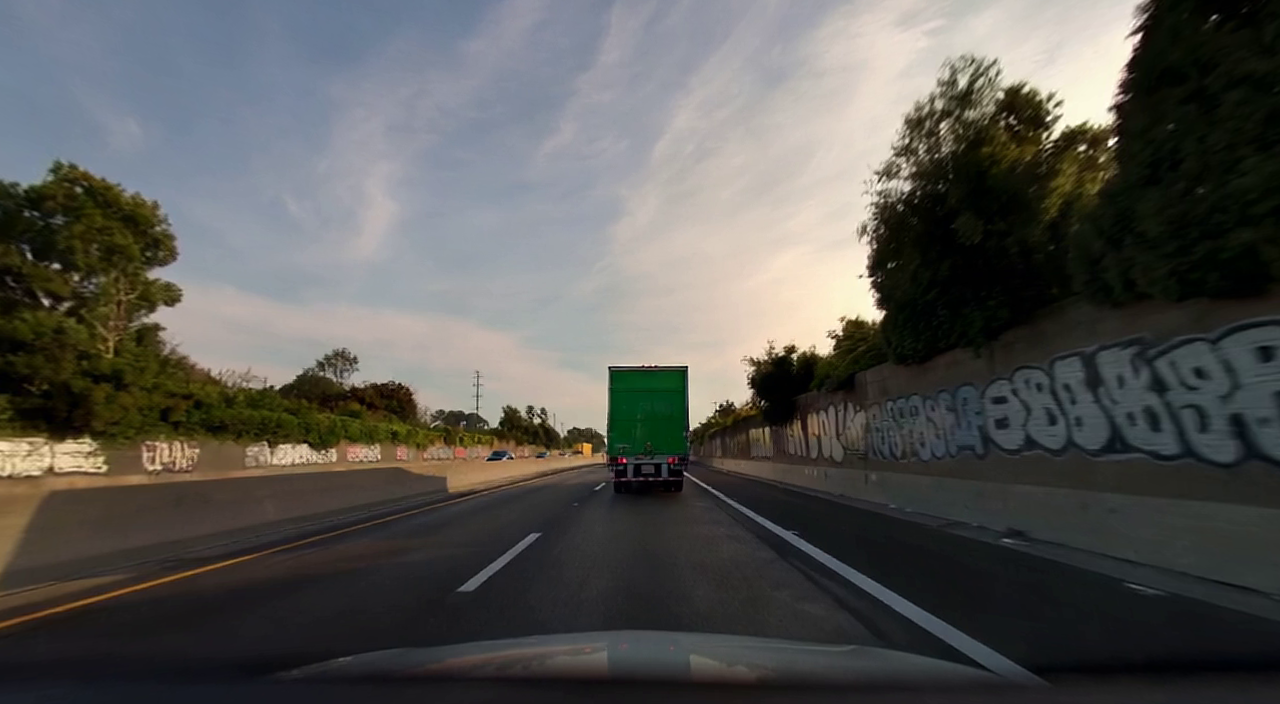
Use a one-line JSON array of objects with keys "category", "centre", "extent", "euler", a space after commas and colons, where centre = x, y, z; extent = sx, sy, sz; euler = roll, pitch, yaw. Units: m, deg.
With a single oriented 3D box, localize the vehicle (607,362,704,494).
[{"category": "vehicle", "centre": [0.320, 3.055, 24.125], "extent": [2.900, 3.955, 10.151], "euler": [0, -9, -1]}]
